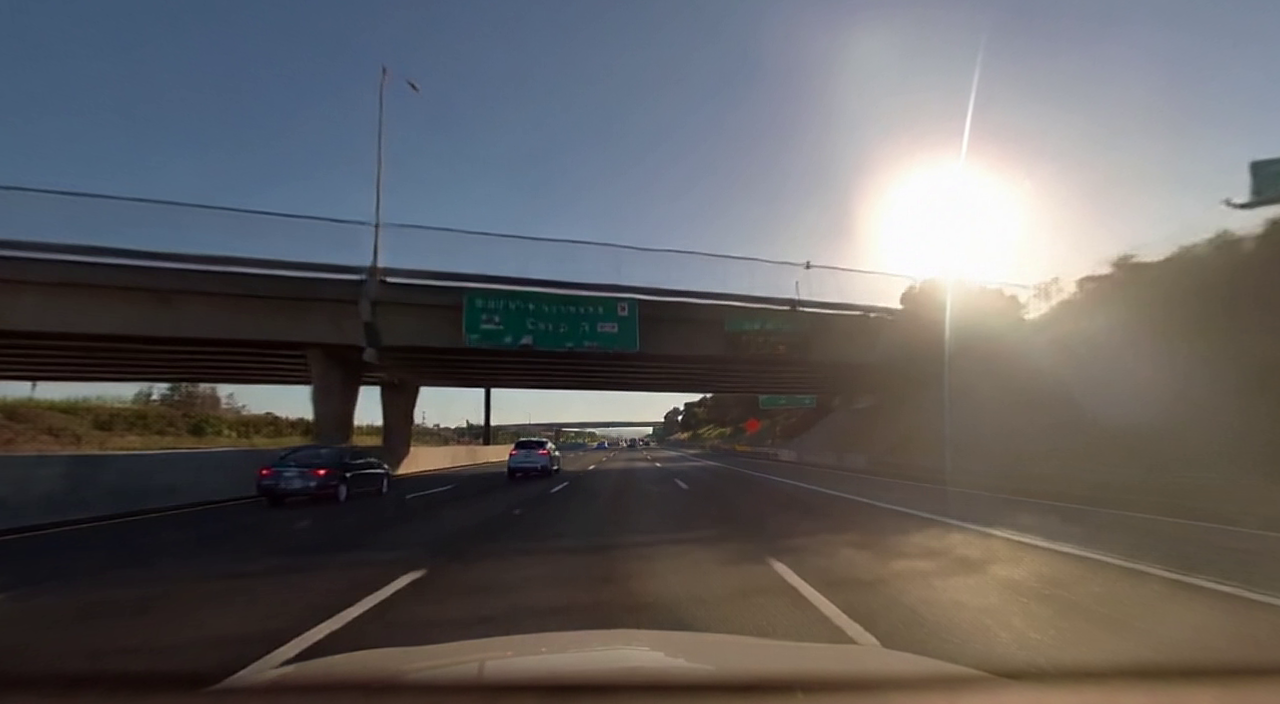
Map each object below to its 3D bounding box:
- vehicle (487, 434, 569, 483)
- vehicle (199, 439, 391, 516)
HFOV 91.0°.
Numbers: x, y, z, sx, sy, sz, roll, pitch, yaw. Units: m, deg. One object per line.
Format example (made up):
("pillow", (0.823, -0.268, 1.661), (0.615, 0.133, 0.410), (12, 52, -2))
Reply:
("vehicle", (-4.155, 4.015, 24.232), (2.200, 1.662, 5.091), (0, -8, 0))
("vehicle", (-7.925, 2.872, 15.141), (1.924, 1.519, 4.791), (0, -8, 0))
